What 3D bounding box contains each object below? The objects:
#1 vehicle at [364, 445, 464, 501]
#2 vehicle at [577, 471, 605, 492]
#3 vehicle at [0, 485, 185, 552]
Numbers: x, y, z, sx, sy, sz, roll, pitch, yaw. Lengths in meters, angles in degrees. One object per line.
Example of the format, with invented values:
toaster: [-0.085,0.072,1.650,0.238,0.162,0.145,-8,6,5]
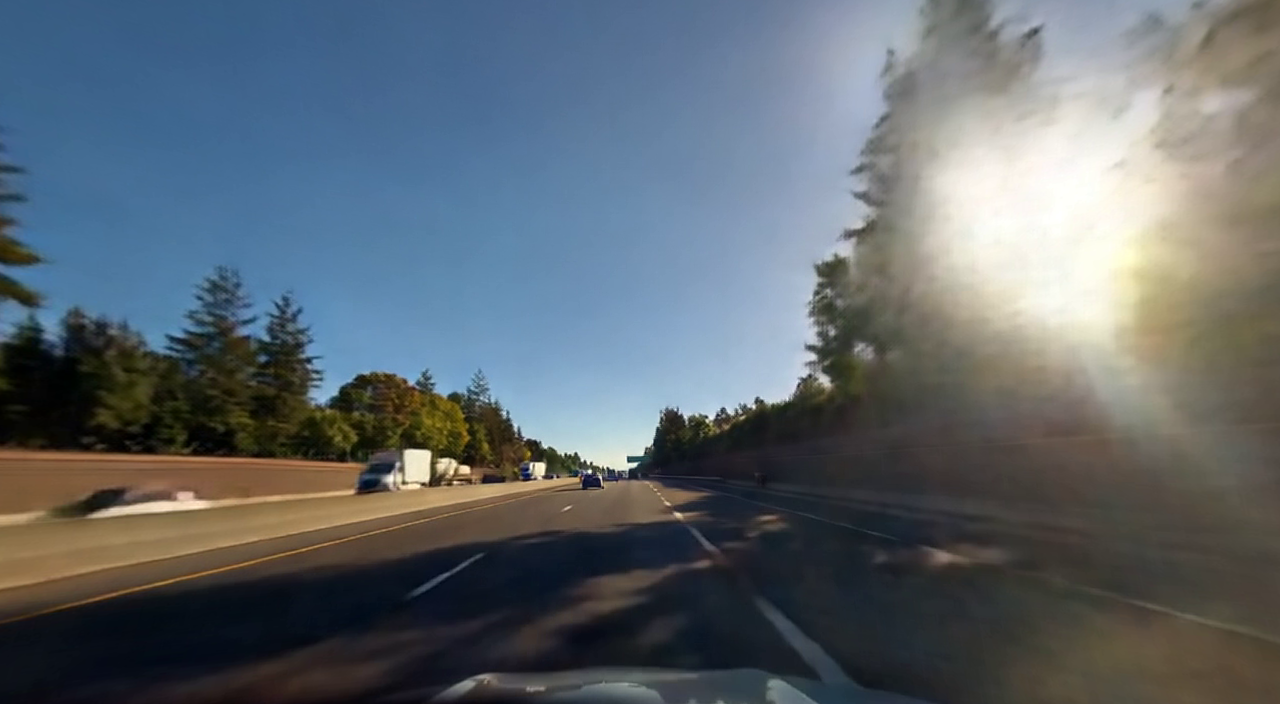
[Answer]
vehicle: [-17.143,9.416,49.177,3.031,3.715,12.365,1,-11,0]
vehicle: [-3.701,9.793,47.768,1.863,1.486,3.852,1,-11,-1]
vehicle: [-15.372,4.493,17.491,2.025,1.444,4.483,1,-11,1]
